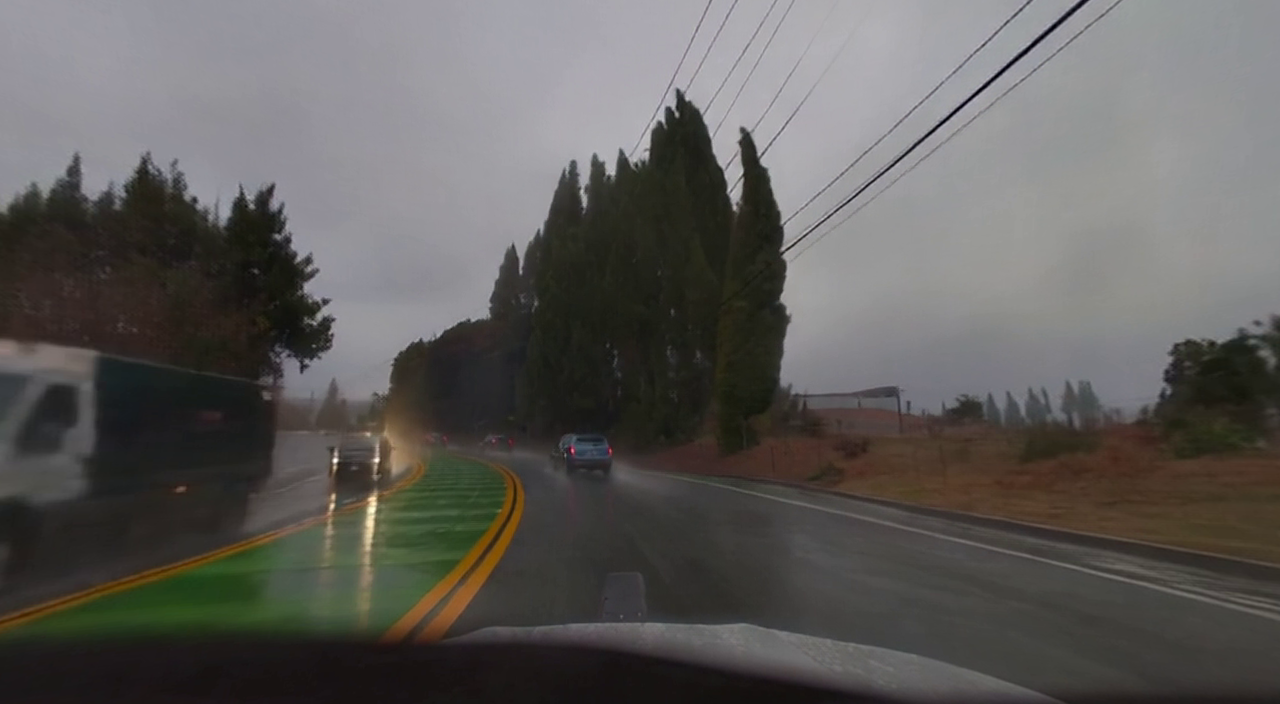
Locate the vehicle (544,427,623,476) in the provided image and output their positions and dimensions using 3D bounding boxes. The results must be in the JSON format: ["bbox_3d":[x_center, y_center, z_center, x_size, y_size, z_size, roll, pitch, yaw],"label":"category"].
[{"bbox_3d":[-2.414,4.016,25.578,2.140,1.767,4.720,3,-9,-18],"label":"vehicle"}]

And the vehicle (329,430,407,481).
[{"bbox_3d":[-10.017,3.830,23.591,2.000,1.683,4.115,2,-9,-14],"label":"vehicle"}]

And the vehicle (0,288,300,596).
[{"bbox_3d":[-7.608,1.308,8.947,2.413,2.872,6.823,1,-9,-7],"label":"vehicle"}]

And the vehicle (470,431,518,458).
[{"bbox_3d":[-10.035,6.314,43.085,2.075,1.699,4.520,4,-10,-27],"label":"vehicle"}]
